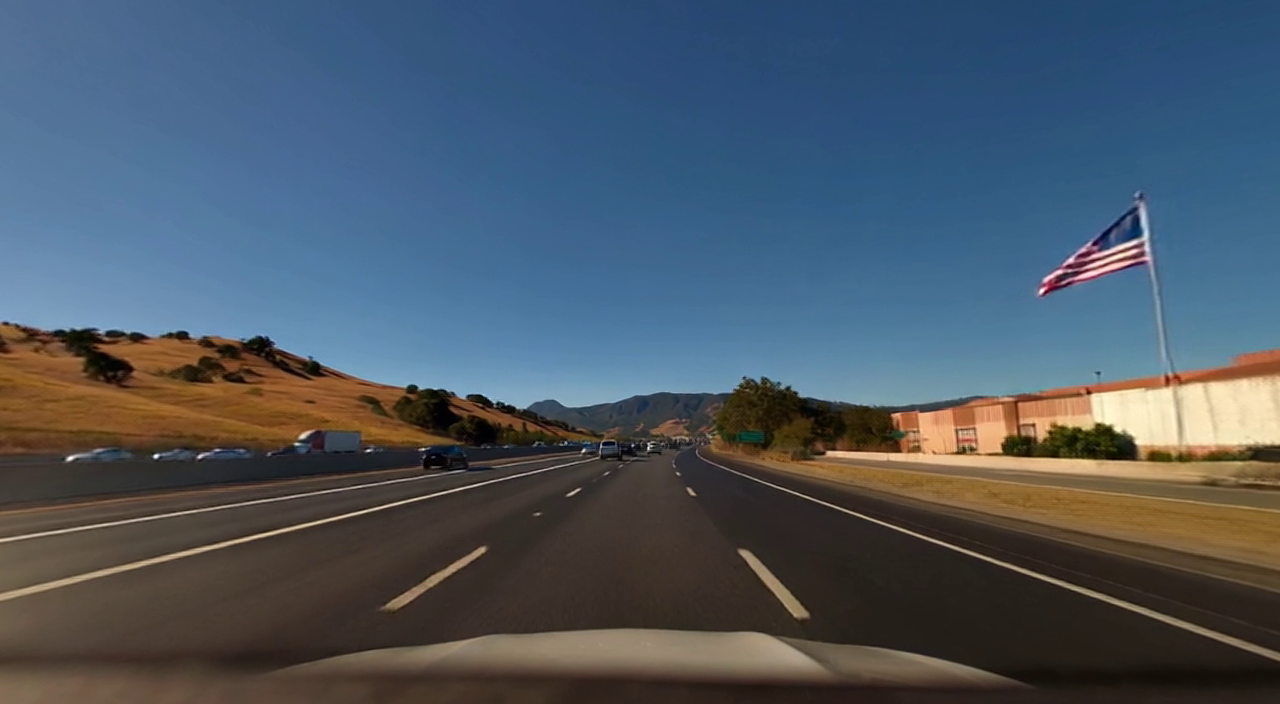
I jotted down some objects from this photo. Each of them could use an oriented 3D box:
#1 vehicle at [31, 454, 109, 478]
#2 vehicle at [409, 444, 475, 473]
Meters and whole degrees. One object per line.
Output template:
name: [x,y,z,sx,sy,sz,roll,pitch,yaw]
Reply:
vehicle: [-37.784,7.557,41.897,1.607,1.413,3.677,-1,-8,3]
vehicle: [-10.517,5.682,33.853,1.927,1.454,4.395,-1,-8,3]
